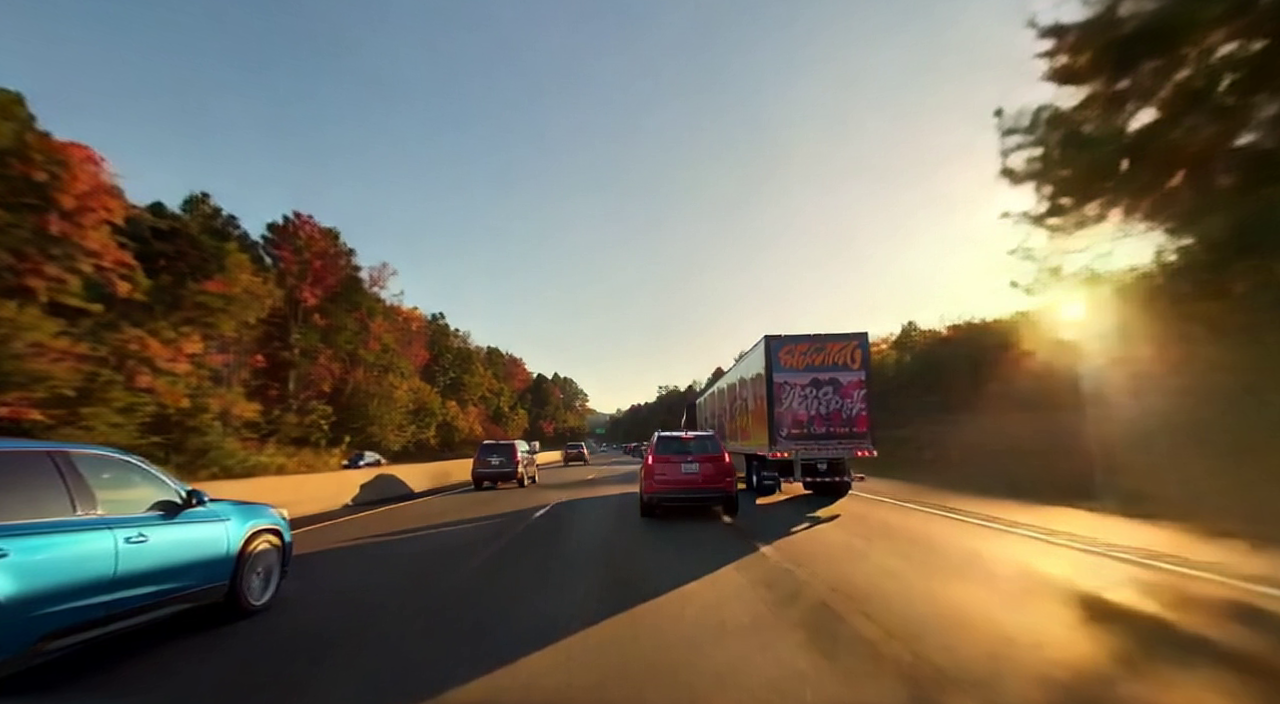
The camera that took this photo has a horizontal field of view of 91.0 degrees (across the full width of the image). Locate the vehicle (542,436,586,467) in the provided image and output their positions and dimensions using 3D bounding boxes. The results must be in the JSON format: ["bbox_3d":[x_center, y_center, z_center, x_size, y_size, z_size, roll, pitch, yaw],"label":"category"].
[{"bbox_3d":[-4.380,5.795,36.905,2.014,1.683,4.275,0,-8,1],"label":"vehicle"}]

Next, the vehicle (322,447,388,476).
[{"bbox_3d":[-15.869,6.103,35.276,1.772,1.495,3.954,0,-8,1],"label":"vehicle"}]

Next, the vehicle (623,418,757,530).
[{"bbox_3d":[0.712,2.091,11.273,2.017,1.662,3.543,0,-8,-1],"label":"vehicle"}]

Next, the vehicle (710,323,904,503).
[{"bbox_3d":[4.537,2.366,21.409,2.828,4.081,14.220,0,-8,0],"label":"vehicle"}]

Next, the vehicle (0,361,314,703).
[{"bbox_3d":[-4.040,0.963,3.548,1.983,1.666,4.452,0,-8,0],"label":"vehicle"}]

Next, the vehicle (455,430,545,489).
[{"bbox_3d":[-4.250,3.315,19.740,1.905,1.642,3.803,0,-8,1],"label":"vehicle"}]
